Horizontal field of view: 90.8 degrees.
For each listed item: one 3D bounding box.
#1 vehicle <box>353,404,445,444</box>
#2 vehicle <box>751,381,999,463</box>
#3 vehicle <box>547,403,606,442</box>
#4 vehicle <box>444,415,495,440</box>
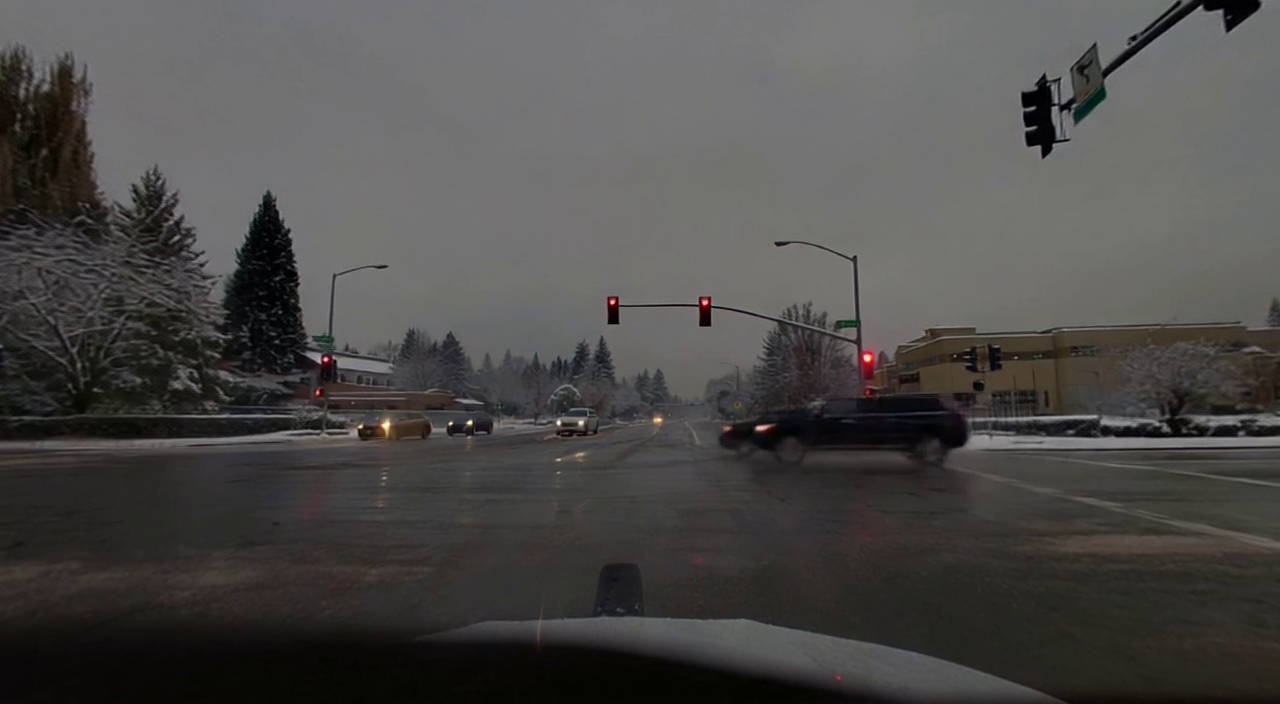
[{"bbox_3d":[-12.416,3.865,33.024,2.340,1.902,4.920,-1,-9,8],"label":"vehicle"},{"bbox_3d":[5.666,1.813,15.951,5.383,1.870,2.203,-1,-9,3],"label":"vehicle"},{"bbox_3d":[-3.314,3.933,34.344,2.306,1.907,5.382,-1,-9,4],"label":"vehicle"},{"bbox_3d":[-11.139,5.001,41.487,1.899,1.510,4.294,-1,-9,4],"label":"vehicle"}]
